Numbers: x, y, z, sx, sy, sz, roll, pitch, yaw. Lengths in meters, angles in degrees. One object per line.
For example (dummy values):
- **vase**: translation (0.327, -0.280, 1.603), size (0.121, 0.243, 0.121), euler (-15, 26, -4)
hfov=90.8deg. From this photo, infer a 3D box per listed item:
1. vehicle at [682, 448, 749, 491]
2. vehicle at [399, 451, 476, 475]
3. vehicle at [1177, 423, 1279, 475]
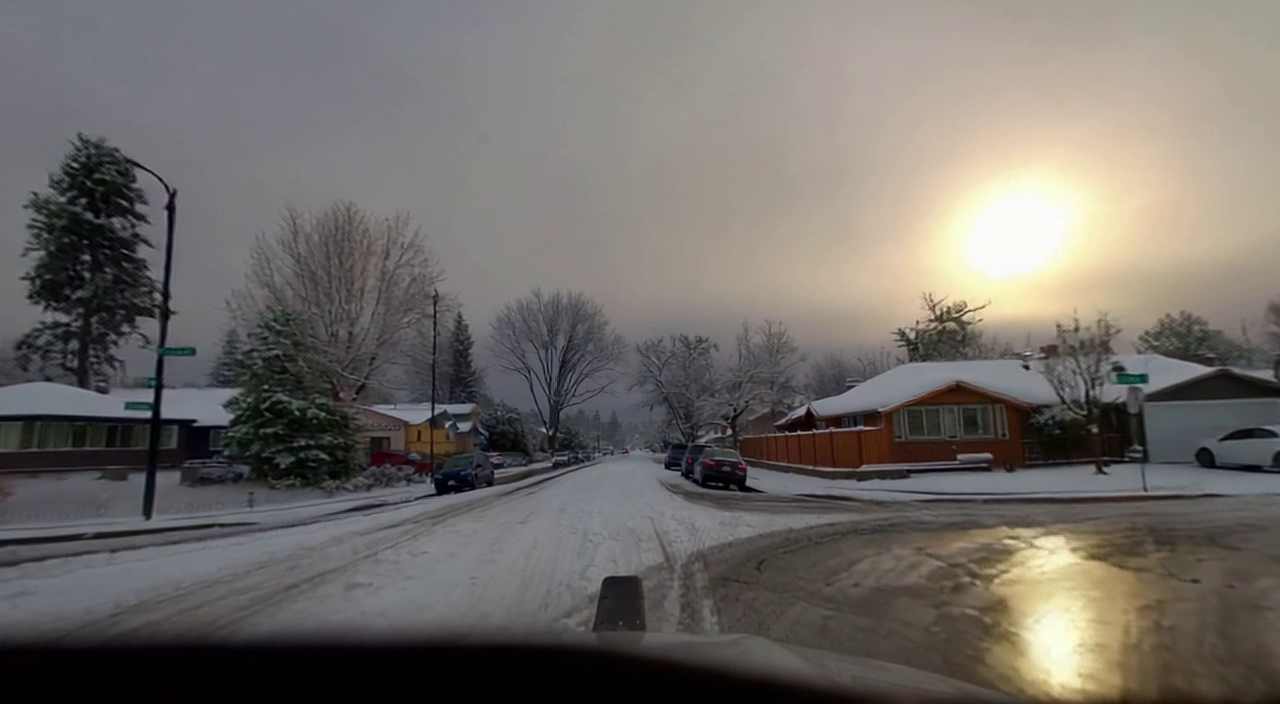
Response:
- **vehicle**: translation (2.800, 4.465, 24.381), size (1.881, 1.487, 4.183), euler (0, -9, -3)
- **vehicle**: translation (-13.415, 7.346, 42.027), size (4.423, 1.522, 1.961), euler (0, -9, -1)
- **vehicle**: translation (19.367, 2.964, 19.360), size (1.839, 1.466, 4.486), euler (0, -9, 0)
